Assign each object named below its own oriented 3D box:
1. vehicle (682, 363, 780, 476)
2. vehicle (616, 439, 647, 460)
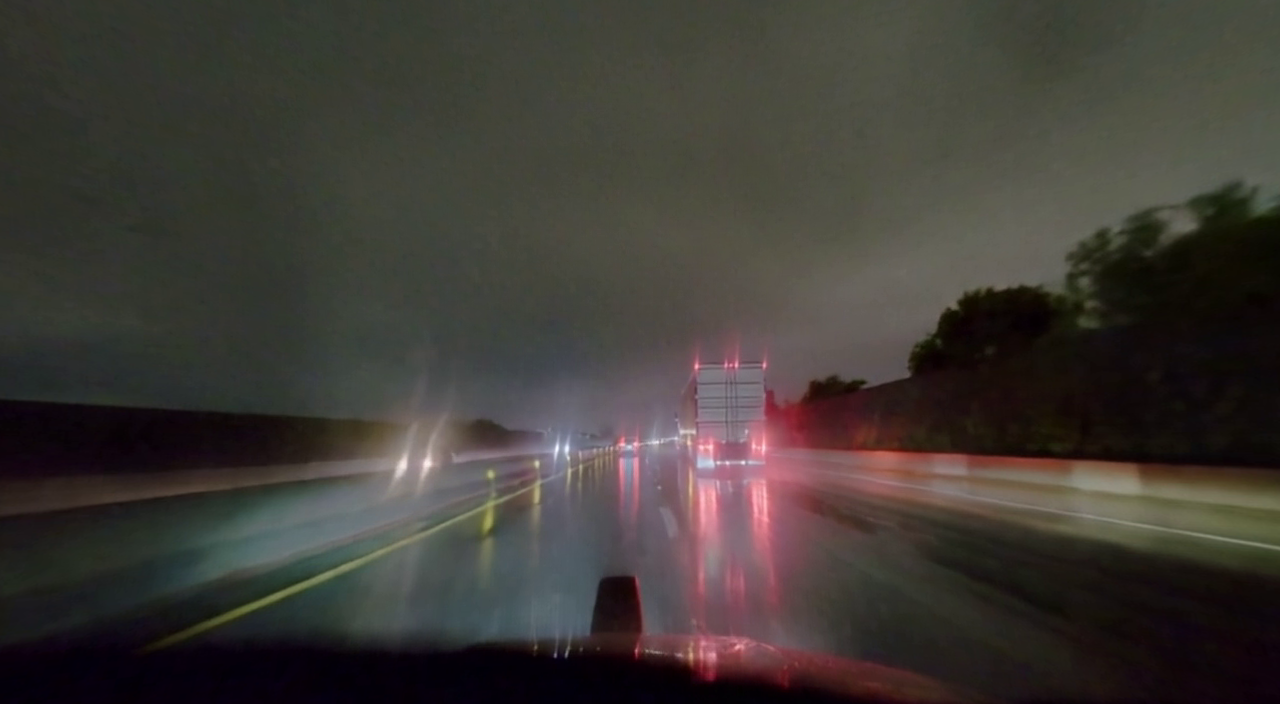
[{"bbox_3d":[3.724,3.326,29.429,2.966,4.072,13.408,0,-8,2],"label":"vehicle"},{"bbox_3d":[-0.613,7.621,49.361,2.208,1.542,5.138,0,-8,2],"label":"vehicle"}]
